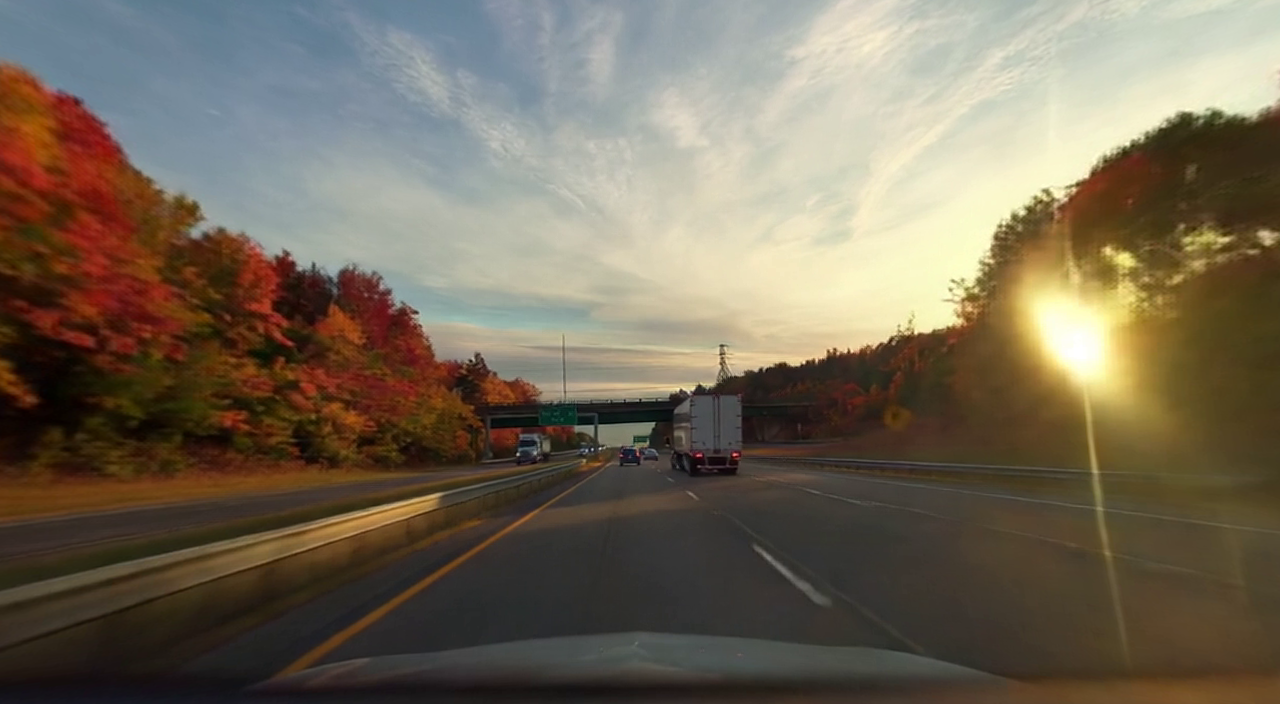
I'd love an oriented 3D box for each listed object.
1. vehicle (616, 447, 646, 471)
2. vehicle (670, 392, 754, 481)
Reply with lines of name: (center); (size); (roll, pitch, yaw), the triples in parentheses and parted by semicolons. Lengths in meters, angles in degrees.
vehicle: (-0.593, 7.149, 42.027); (1.961, 1.454, 3.755); (0, -9, -1)
vehicle: (3.842, 5.226, 37.830); (2.956, 4.281, 14.327); (0, -9, -2)
